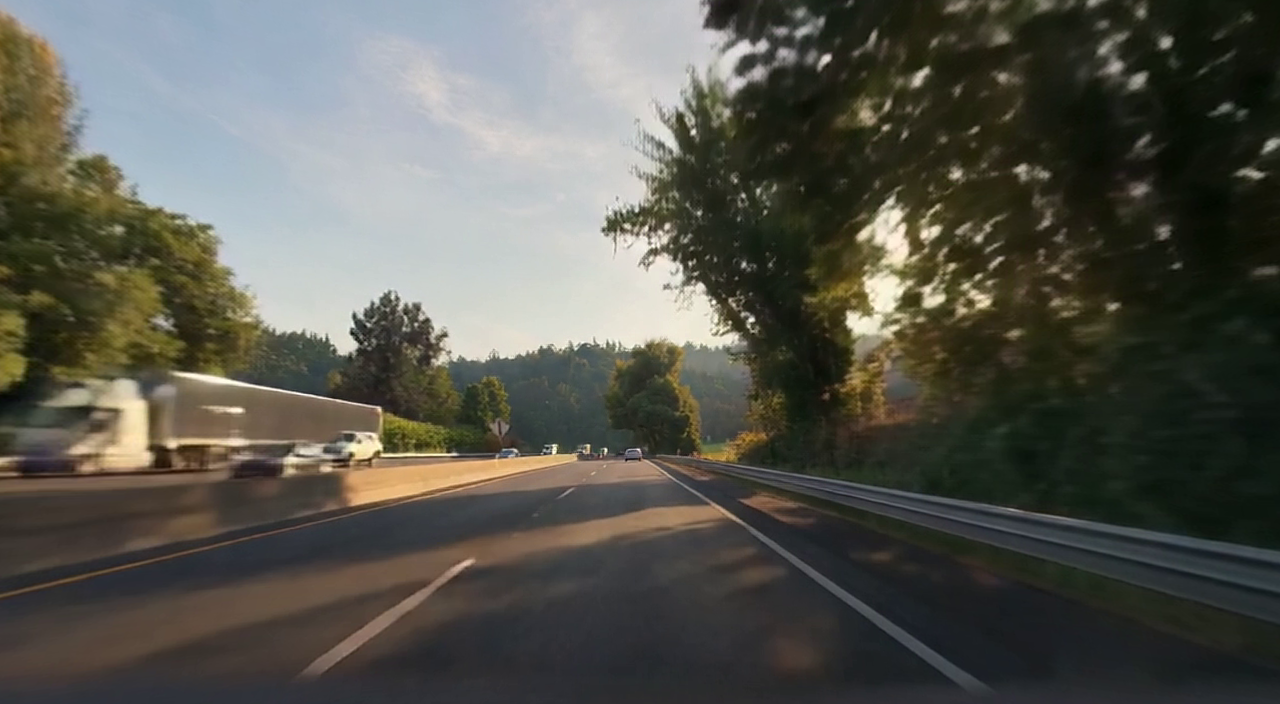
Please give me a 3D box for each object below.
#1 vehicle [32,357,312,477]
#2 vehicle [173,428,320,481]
[{"bbox_3d":[-16.617,2.723,23.971,2.903,3.554,10.284,0,-9,-1],"label":"vehicle"},{"bbox_3d":[-12.170,3.231,19.889,1.960,1.471,4.203,0,-9,-1],"label":"vehicle"}]
